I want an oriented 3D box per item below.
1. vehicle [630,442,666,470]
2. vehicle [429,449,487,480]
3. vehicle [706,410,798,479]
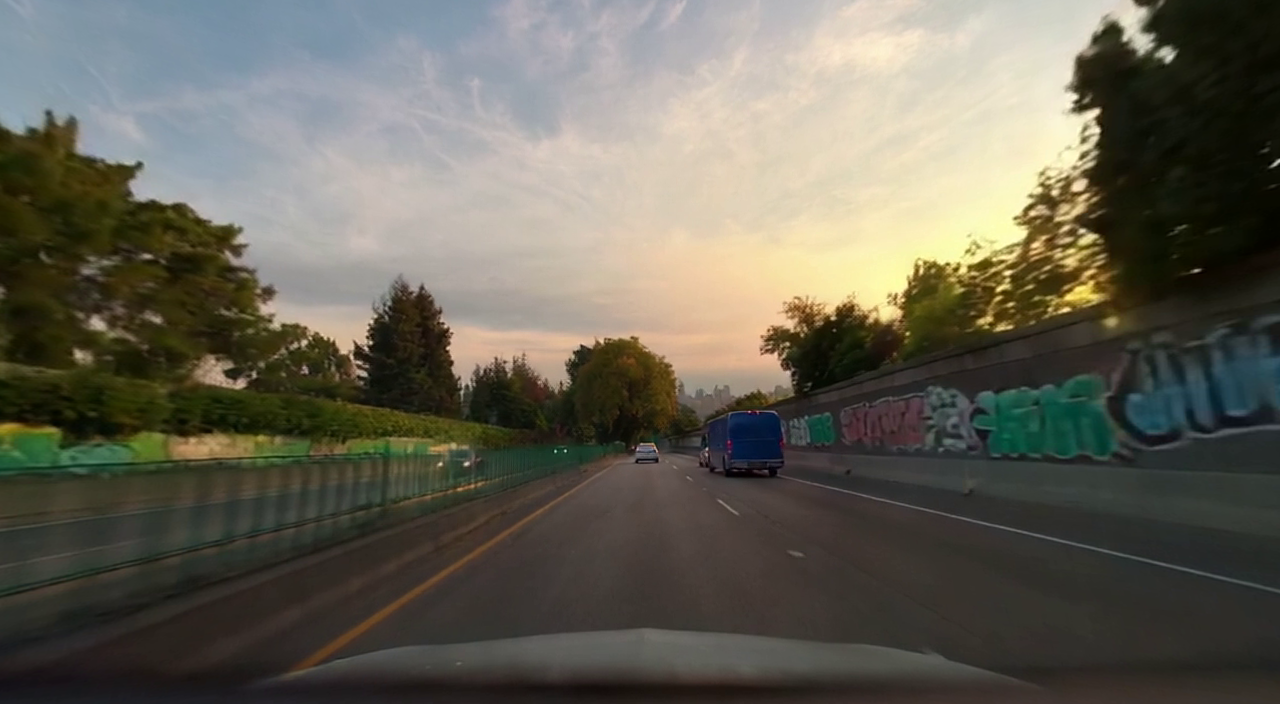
[{"bbox_3d":[0.484,6.167,37.629,2.030,1.572,4.067,0,-8,0],"label":"vehicle"},{"bbox_3d":[-9.598,5.966,33.546,1.823,1.483,3.991,0,-8,1],"label":"vehicle"},{"bbox_3d":[4.777,4.159,28.327,2.712,2.659,6.992,0,-8,-1],"label":"vehicle"}]
